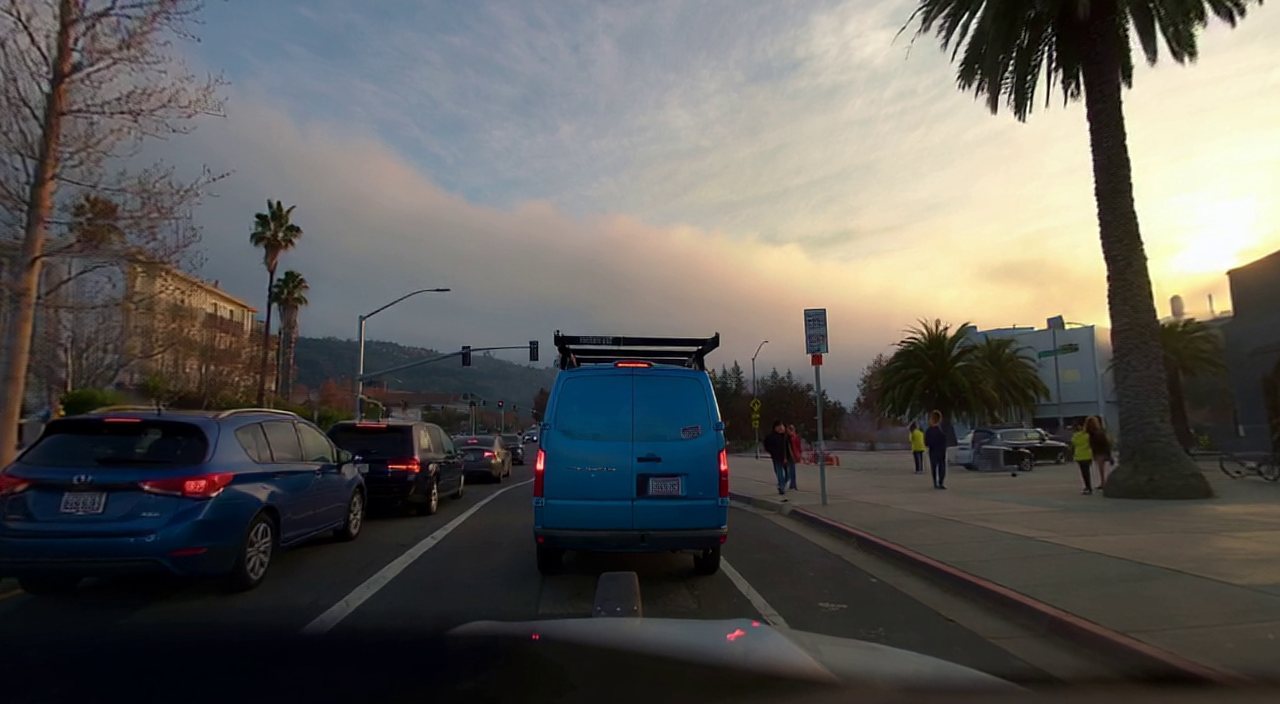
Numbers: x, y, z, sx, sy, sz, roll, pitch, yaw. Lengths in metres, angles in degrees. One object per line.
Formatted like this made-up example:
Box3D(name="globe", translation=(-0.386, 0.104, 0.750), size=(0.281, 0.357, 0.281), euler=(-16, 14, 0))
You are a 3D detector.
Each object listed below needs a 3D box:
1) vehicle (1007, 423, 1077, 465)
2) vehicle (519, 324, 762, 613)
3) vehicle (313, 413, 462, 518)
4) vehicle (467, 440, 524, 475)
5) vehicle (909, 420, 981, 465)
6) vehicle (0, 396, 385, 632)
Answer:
Box3D(name="vehicle", translation=(15.776, 3.614, 24.719), size=(2.048, 1.475, 3.972), euler=(-6, -10, 34))
Box3D(name="vehicle", translation=(-0.213, 1.215, 7.171), size=(1.902, 2.238, 4.263), euler=(1, -9, -6))
Box3D(name="vehicle", translation=(-5.223, 2.408, 13.878), size=(2.089, 1.854, 5.022), euler=(2, -9, -11))
Box3D(name="vehicle", translation=(-6.853, 4.890, 29.569), size=(1.818, 1.479, 4.428), euler=(4, -9, -22))
Box3D(name="vehicle", translation=(12.636, 3.757, 26.043), size=(2.046, 1.675, 3.924), euler=(-6, -10, 33))
Box3D(name="vehicle", translation=(-4.395, 1.461, 6.655), size=(1.986, 1.643, 4.315), euler=(1, -9, -6))
